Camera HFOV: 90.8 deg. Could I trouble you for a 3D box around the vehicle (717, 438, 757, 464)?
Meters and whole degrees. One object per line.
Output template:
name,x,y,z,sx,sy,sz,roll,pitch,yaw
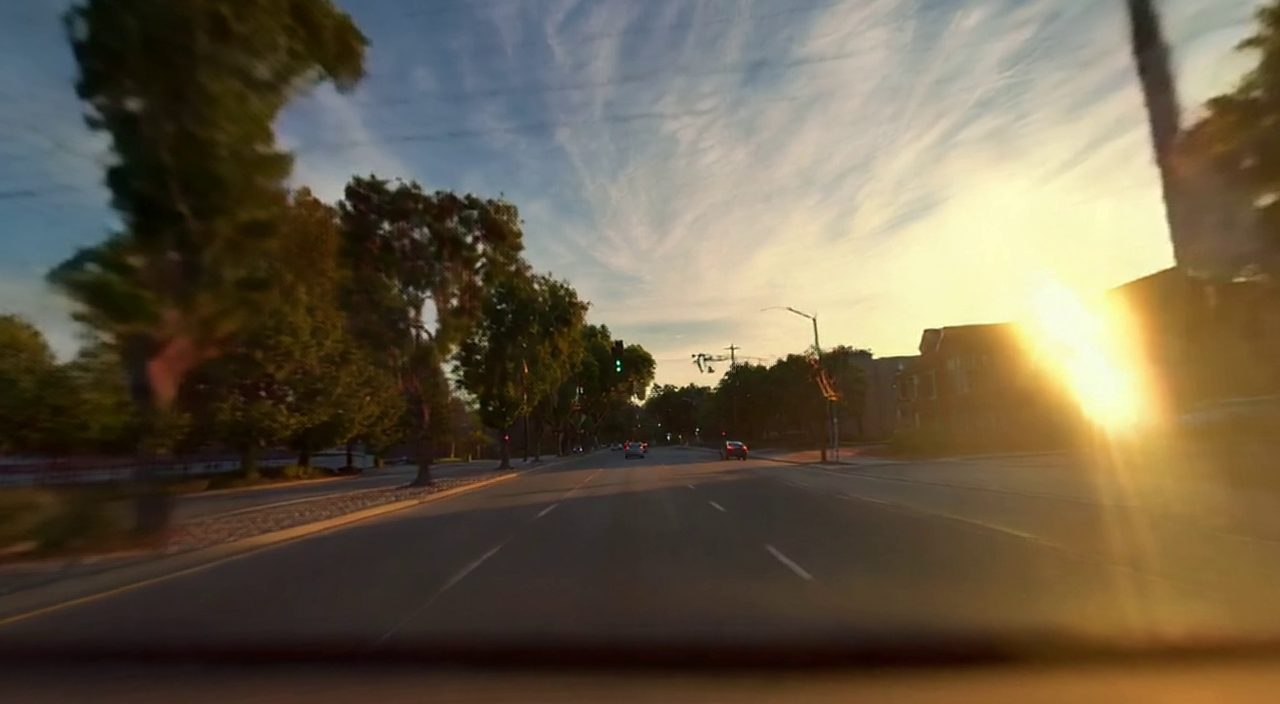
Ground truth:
vehicle,6.767,7.005,44.668,2.011,1.710,4.357,0,-9,-1
